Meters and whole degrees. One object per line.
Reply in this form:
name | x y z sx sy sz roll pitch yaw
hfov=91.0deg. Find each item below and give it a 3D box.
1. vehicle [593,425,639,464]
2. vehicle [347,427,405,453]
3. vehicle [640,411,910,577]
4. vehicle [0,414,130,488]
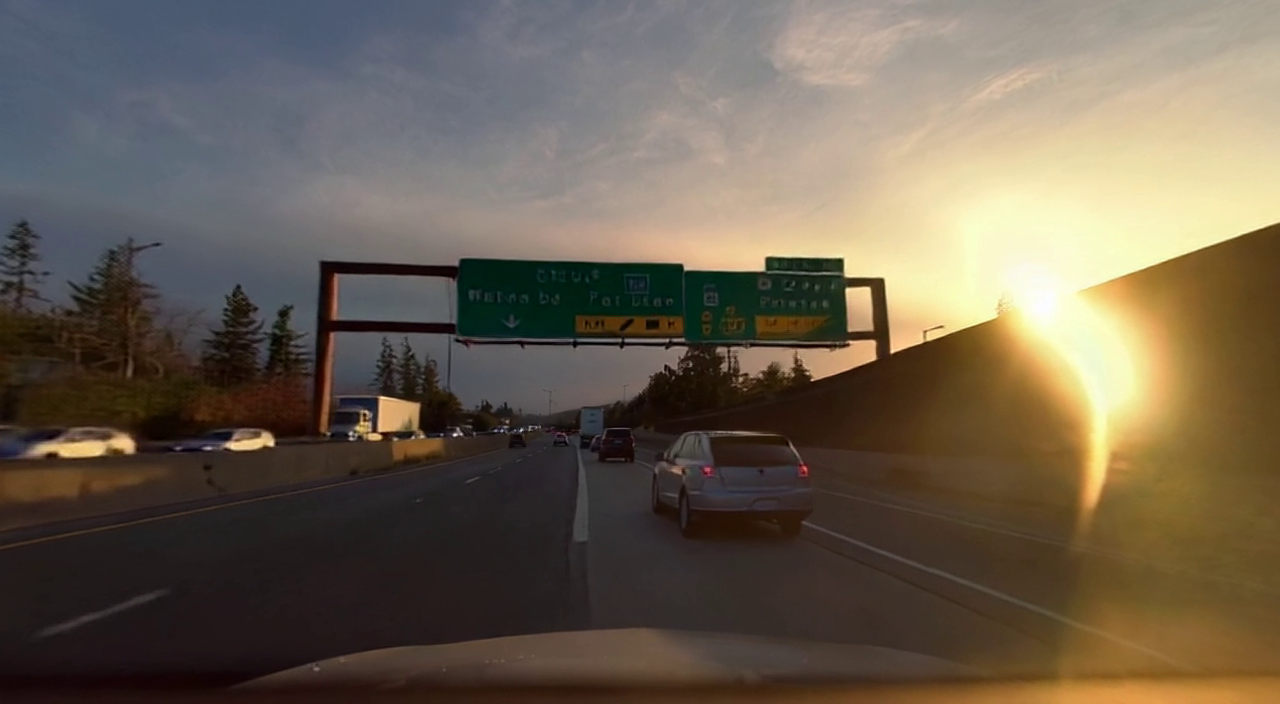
vehicle | -1.441 5.161 35.209 2.207 1.937 5.610 1 -8 -6
vehicle | -16.180 5.451 38.793 1.921 1.507 4.664 0 -8 -6
vehicle | 1.266 1.619 8.077 2.127 1.497 4.445 1 -8 -5
vehicle | -13.431 2.142 13.736 1.853 1.406 3.495 1 -8 -6
